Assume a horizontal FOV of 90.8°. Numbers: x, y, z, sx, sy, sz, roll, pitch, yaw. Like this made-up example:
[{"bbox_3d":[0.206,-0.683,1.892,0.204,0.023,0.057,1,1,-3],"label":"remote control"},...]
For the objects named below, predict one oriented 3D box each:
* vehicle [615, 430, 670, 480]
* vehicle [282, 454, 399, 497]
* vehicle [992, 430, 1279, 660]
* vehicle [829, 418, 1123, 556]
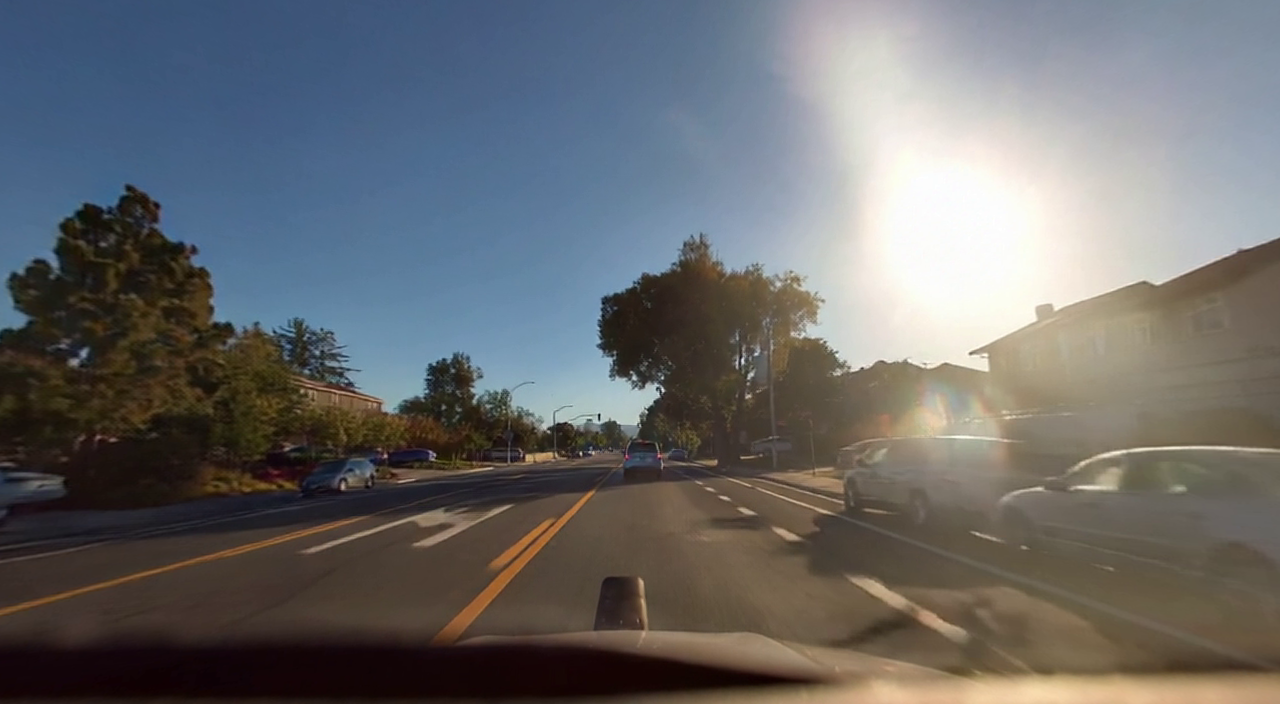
[{"bbox_3d":[0.071,4.412,27.253,2.153,1.942,4.767,0,-8,-1],"label":"vehicle"},{"bbox_3d":[-12.446,5.125,26.754,2.192,1.541,5.391,-1,-8,2],"label":"vehicle"},{"bbox_3d":[5.066,1.406,5.197,1.902,1.472,4.139,0,-8,-1],"label":"vehicle"},{"bbox_3d":[4.987,2.058,10.423,2.153,1.730,4.659,0,-8,-2],"label":"vehicle"}]
